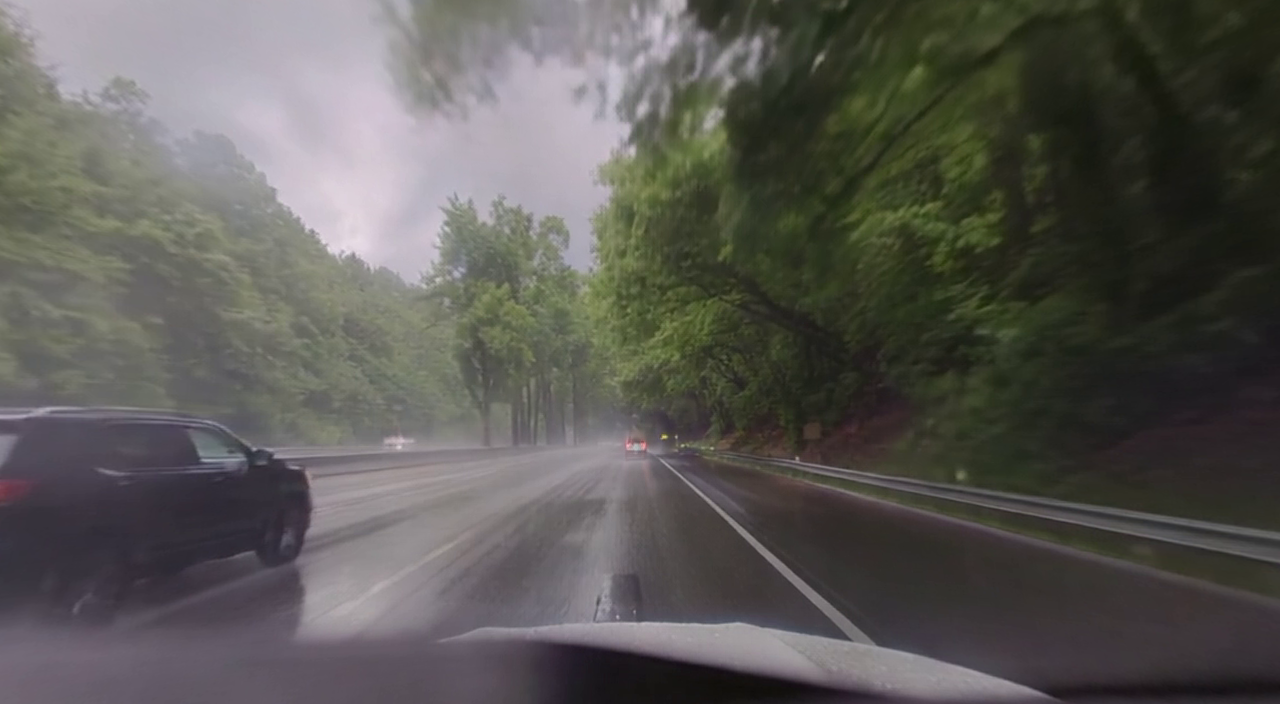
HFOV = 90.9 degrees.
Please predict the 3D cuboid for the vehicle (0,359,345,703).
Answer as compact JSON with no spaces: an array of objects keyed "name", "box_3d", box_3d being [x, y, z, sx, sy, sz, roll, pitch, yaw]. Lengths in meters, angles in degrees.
[{"name":"vehicle","box_3d":[-4.102,1.074,4.495,2.034,1.675,4.080,0,-8,-1]}]
